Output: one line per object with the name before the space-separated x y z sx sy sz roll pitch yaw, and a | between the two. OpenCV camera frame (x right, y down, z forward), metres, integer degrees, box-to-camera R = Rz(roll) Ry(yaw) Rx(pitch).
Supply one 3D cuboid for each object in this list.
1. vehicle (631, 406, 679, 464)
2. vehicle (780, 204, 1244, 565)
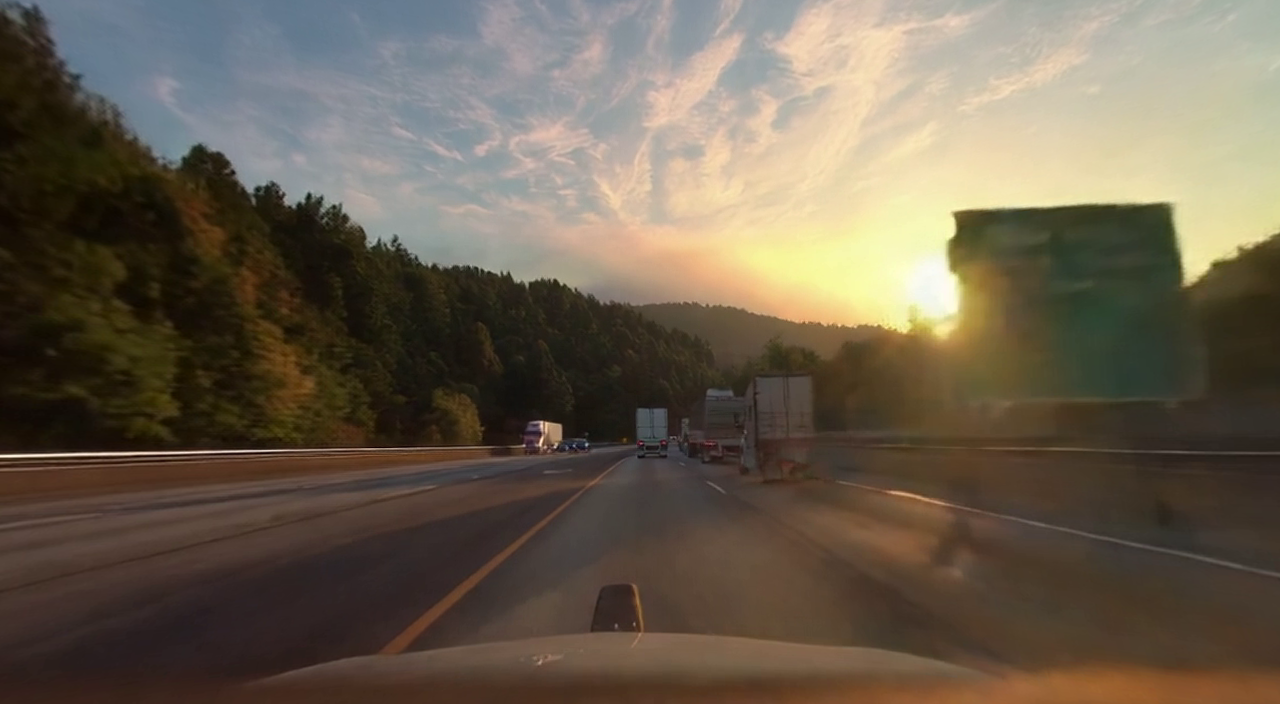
vehicle | 0.875 5.201 39.244 2.644 3.247 7.454 -1 -8 1
vehicle | 4.903 0.854 11.031 2.843 3.940 8.349 -1 -8 0
